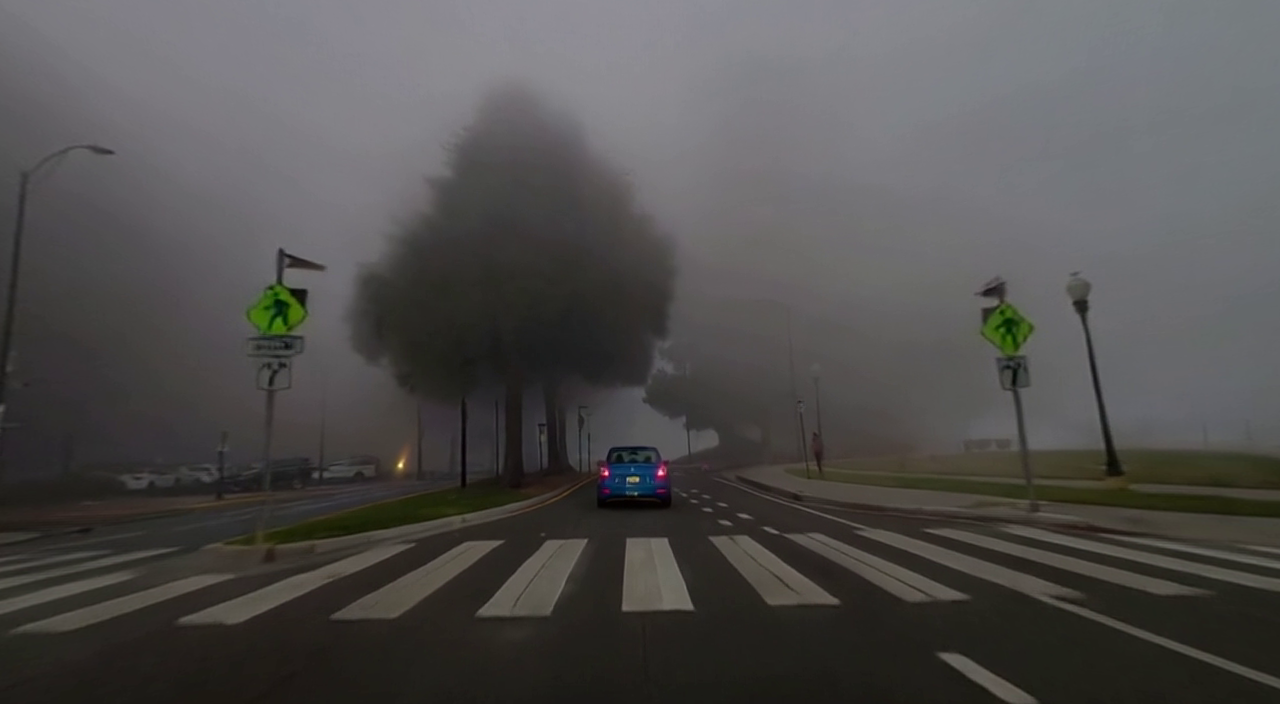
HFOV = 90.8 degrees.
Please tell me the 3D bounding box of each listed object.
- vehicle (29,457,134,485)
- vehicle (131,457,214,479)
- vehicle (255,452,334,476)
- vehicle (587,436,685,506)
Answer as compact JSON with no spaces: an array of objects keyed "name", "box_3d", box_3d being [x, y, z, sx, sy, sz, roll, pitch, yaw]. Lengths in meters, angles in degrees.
[{"name":"vehicle","box_3d":[-35.588,7.567,40.363,4.466,1.619,2.319,-1,-8,-1]},{"name":"vehicle","box_3d":[-35.432,8.818,47.968,4.500,1.542,2.155,0,-8,0]},{"name":"vehicle","box_3d":[-23.016,7.456,42.162,4.038,1.531,2.015,1,-9,-3]},{"name":"vehicle","box_3d":[-0.150,3.033,16.604,2.221,1.570,4.398,0,-8,-2]}]
